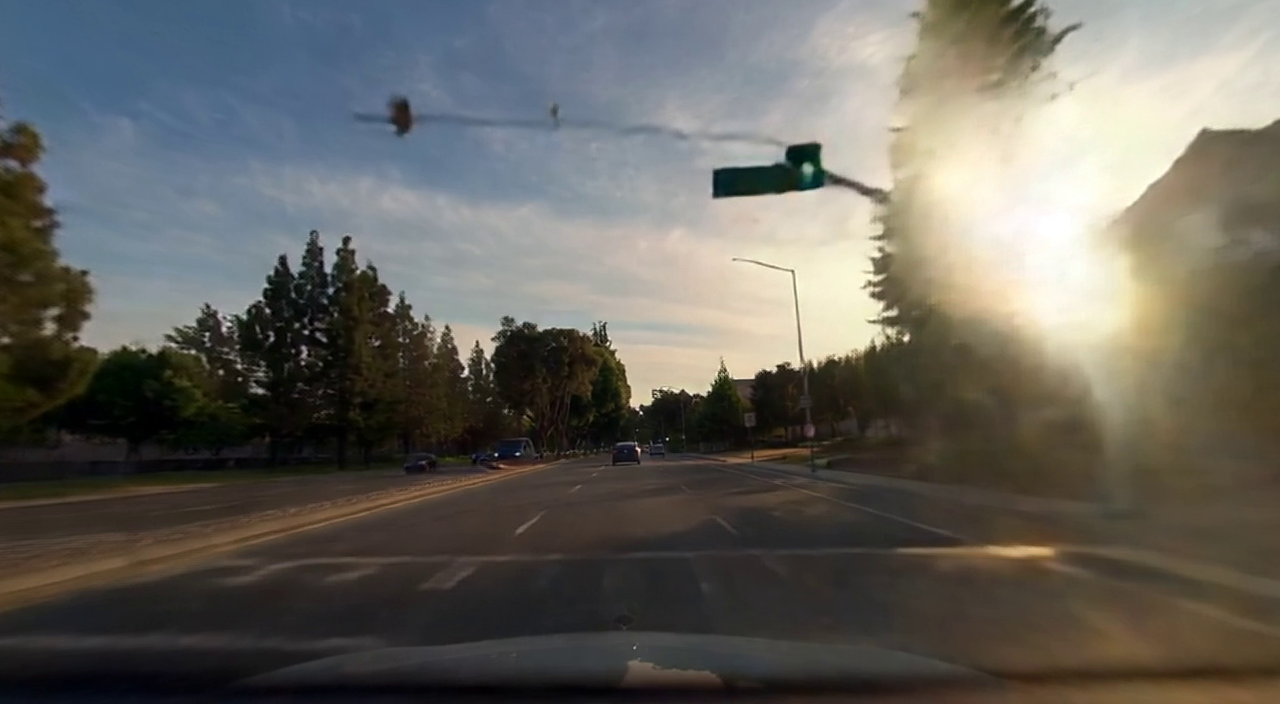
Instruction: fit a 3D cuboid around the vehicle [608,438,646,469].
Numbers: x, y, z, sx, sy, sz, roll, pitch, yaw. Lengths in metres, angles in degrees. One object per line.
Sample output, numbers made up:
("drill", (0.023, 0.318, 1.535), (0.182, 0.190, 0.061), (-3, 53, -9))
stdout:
("vehicle", (-0.741, 6.081, 37.901), (2.174, 1.703, 4.231), (0, -9, 0))
